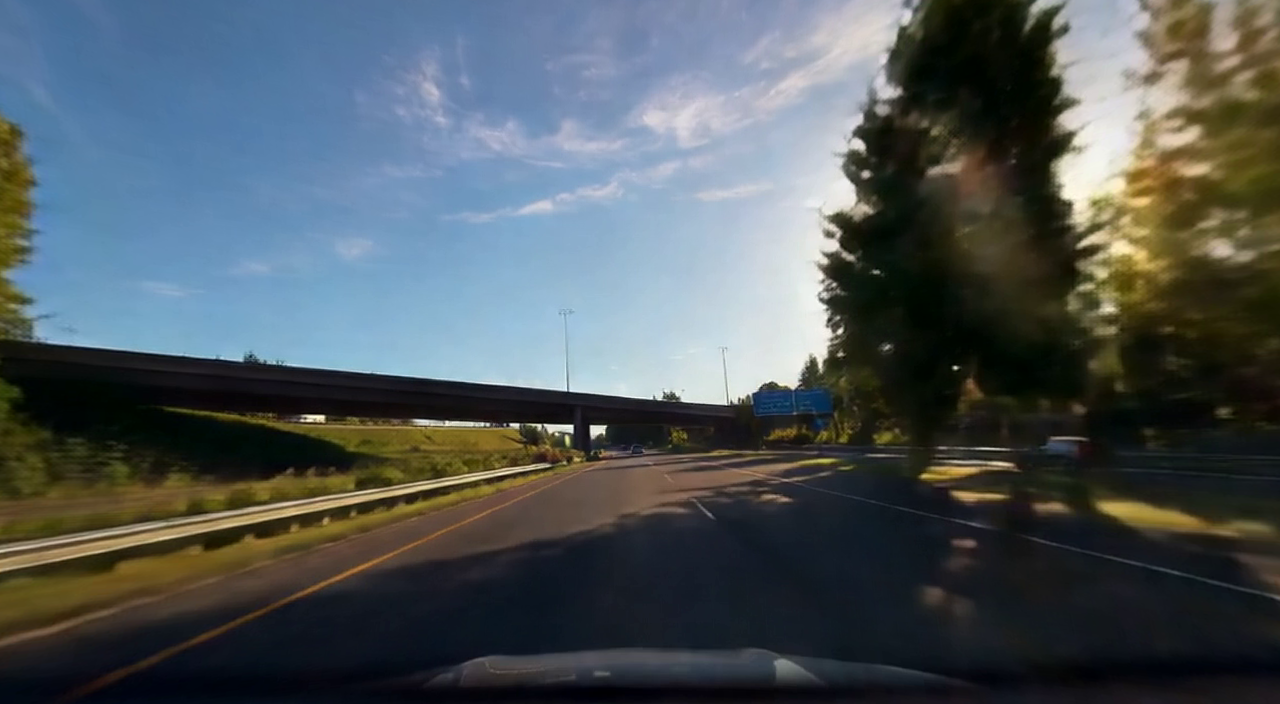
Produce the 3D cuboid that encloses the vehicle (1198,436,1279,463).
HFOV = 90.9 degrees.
[{"bbox_3d":[41.007,6.641,42.942,3.974,1.586,1.828,-3,-6,11],"label":"vehicle"}]
